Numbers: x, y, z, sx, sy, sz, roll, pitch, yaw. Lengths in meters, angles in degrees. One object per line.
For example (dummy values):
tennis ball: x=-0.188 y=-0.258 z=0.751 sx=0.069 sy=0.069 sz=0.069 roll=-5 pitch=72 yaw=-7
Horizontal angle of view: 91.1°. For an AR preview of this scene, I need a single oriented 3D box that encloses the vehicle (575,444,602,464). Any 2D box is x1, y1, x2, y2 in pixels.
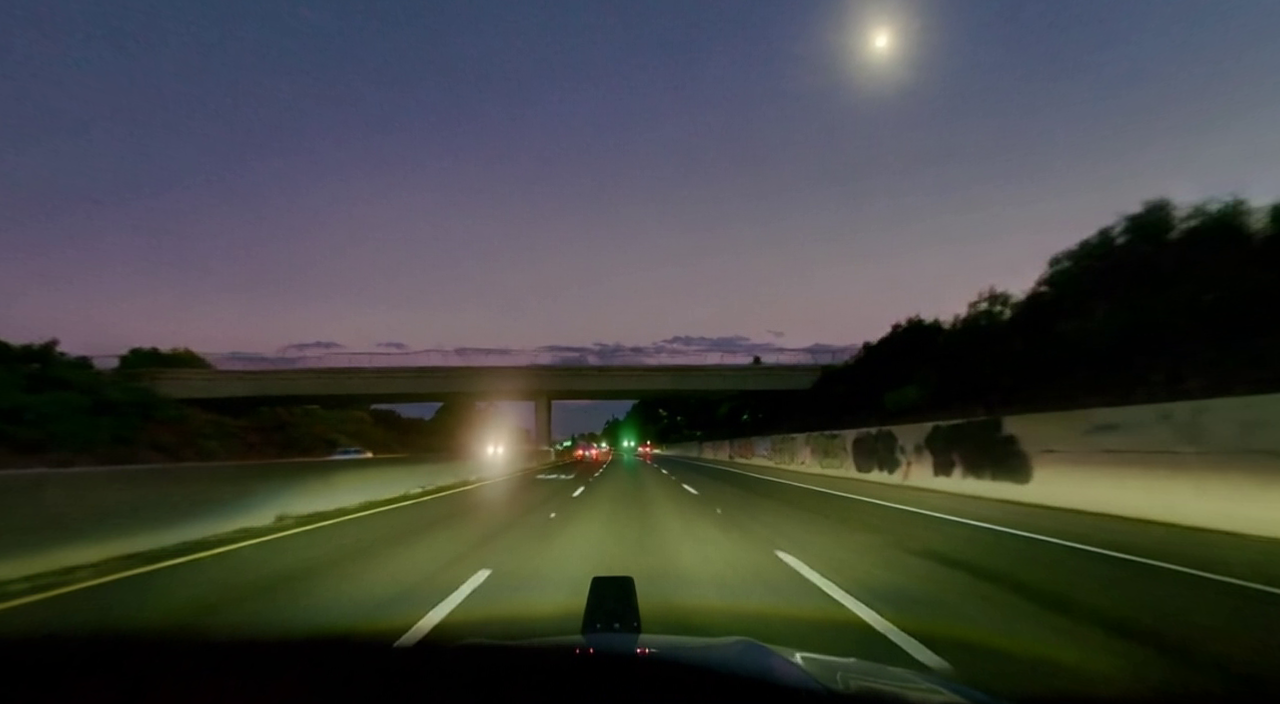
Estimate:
vehicle: x=-4.053 y=8.048 z=49.579 sx=1.871 sy=1.459 sz=3.771 roll=0 pitch=-9 yaw=-1
